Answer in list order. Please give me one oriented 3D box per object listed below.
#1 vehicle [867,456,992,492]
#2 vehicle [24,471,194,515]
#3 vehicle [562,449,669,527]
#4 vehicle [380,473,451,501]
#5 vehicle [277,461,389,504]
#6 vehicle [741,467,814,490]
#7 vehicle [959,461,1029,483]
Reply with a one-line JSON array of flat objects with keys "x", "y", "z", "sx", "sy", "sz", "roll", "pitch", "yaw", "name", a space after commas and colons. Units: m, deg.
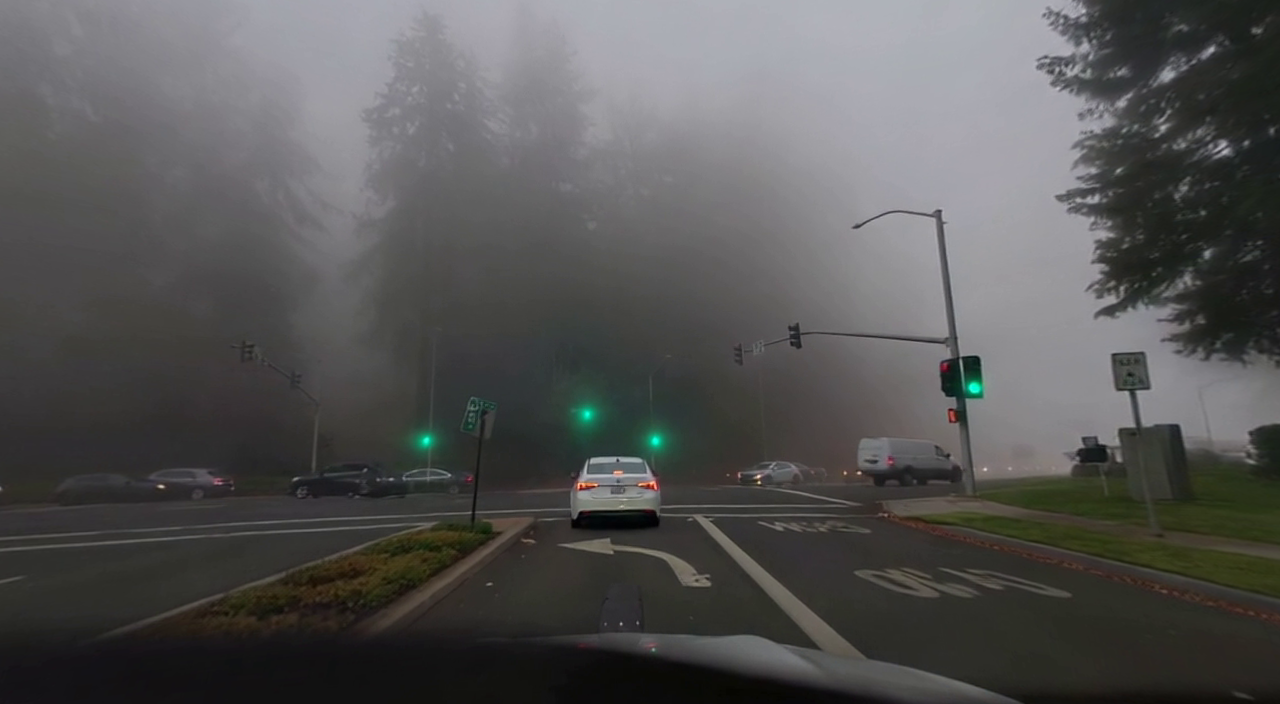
[{"x": 12.952, "y": 5.414, "z": 28.341, "sx": 4.838, "sy": 1.449, "sz": 2.077, "roll": 2, "pitch": -9, "yaw": -15, "name": "vehicle"}, {"x": -20.080, "y": 5.342, "z": 24.126, "sx": 4.548, "sy": 1.449, "sz": 1.802, "roll": 2, "pitch": -9, "yaw": -14, "name": "vehicle"}, {"x": -0.624, "y": 3.021, "z": 14.646, "sx": 2.112, "sy": 1.479, "sz": 4.264, "roll": 1, "pitch": -9, "yaw": -4, "name": "vehicle"}, {"x": -14.435, "y": 8.676, "z": 40.778, "sx": 1.843, "sy": 1.475, "sz": 4.047, "roll": -5, "pitch": -10, "yaw": 30, "name": "vehicle"}, {"x": -14.155, "y": 5.966, "z": 29.208, "sx": 4.355, "sy": 1.789, "sz": 2.175, "roll": -3, "pitch": -9, "yaw": 21, "name": "vehicle"}, {"x": 9.004, "y": 8.279, "z": 41.553, "sx": 4.254, "sy": 1.359, "sz": 1.895, "roll": 2, "pitch": -9, "yaw": -16, "name": "vehicle"}, {"x": 25.938, "y": 8.756, "z": 46.294, "sx": 4.358, "sy": 1.471, "sz": 1.875, "roll": 2, "pitch": -9, "yaw": -16, "name": "vehicle"}]
